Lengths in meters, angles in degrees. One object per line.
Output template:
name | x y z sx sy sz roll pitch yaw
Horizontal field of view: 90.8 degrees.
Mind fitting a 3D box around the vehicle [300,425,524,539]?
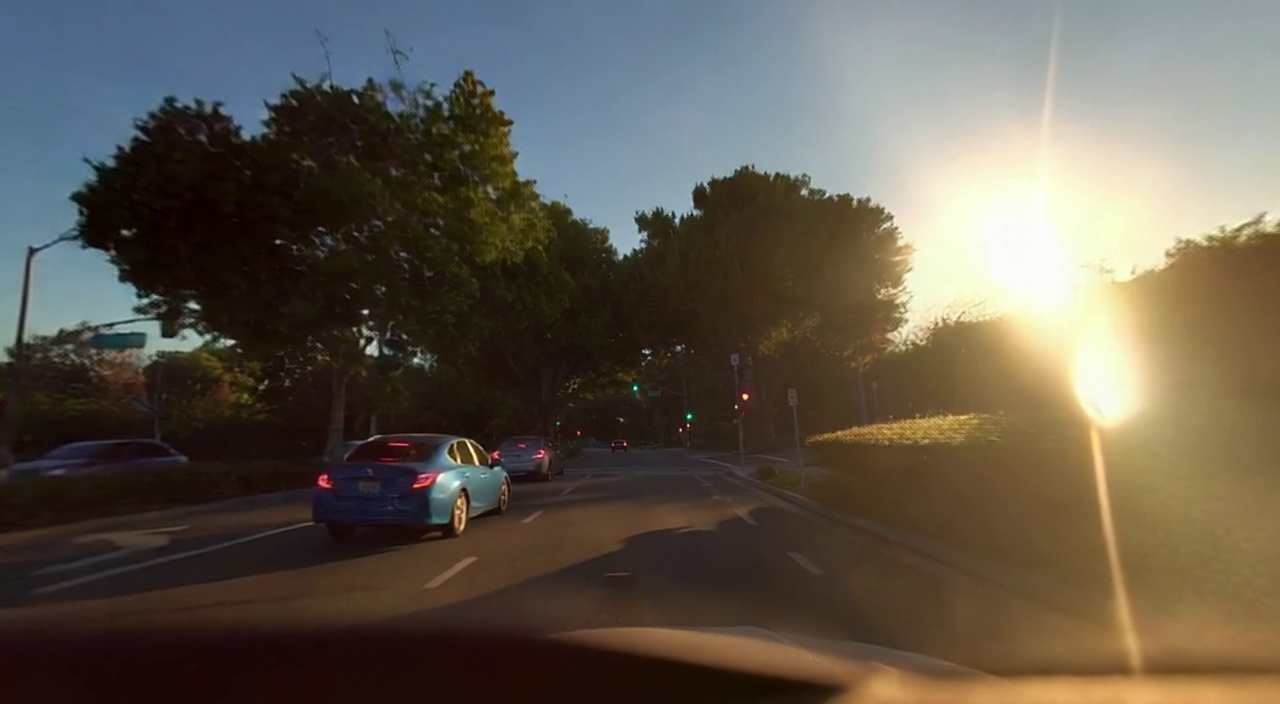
vehicle | -3.445 2.080 10.736 2.038 1.486 4.678 0 -9 0

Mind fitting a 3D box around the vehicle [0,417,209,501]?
vehicle | -17.117 3.411 20.521 2.496 2.351 5.293 0 -9 -1
